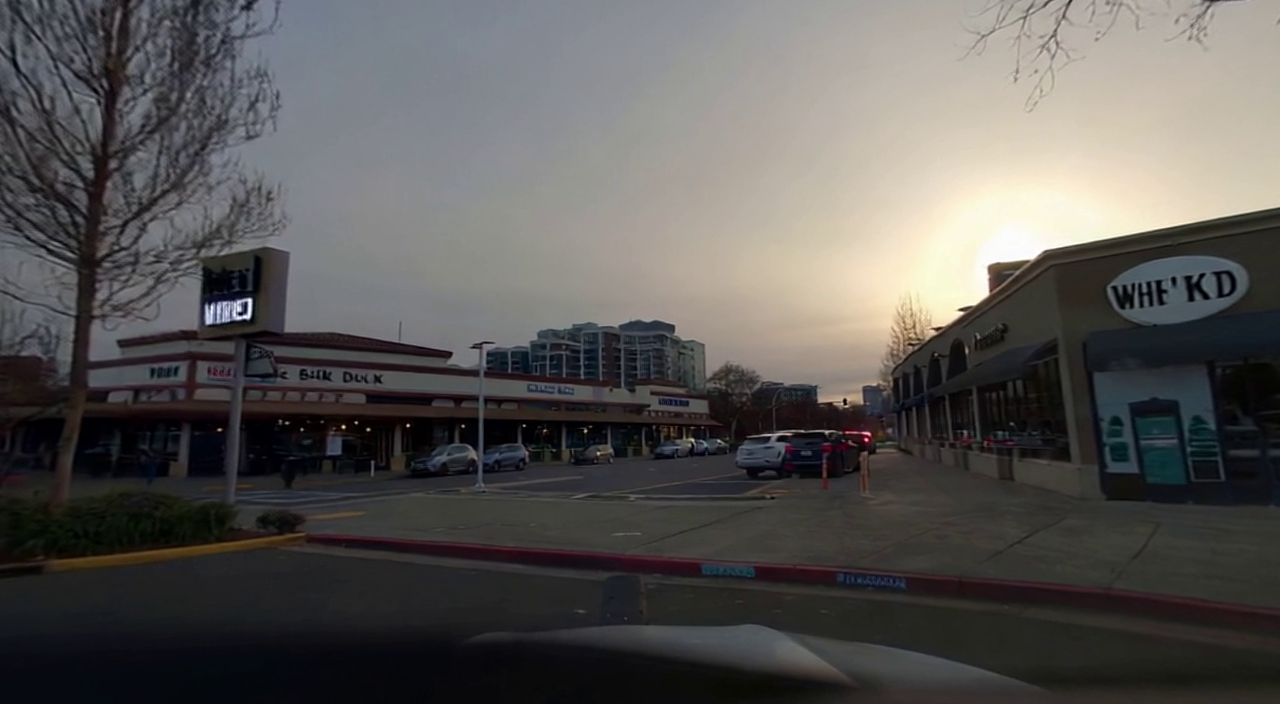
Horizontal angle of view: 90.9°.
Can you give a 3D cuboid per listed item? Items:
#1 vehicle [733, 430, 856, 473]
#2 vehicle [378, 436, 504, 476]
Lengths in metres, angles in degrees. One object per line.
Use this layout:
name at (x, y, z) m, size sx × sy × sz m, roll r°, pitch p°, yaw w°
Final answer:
vehicle at (6.527, 4.183, 26.613) m, size 4.706 × 1.663 × 1.993 m, roll -4°, pitch -9°, yaw 24°
vehicle at (-8.524, 4.451, 27.163) m, size 4.814 × 1.618 × 1.869 m, roll -2°, pitch -9°, yaw 10°
